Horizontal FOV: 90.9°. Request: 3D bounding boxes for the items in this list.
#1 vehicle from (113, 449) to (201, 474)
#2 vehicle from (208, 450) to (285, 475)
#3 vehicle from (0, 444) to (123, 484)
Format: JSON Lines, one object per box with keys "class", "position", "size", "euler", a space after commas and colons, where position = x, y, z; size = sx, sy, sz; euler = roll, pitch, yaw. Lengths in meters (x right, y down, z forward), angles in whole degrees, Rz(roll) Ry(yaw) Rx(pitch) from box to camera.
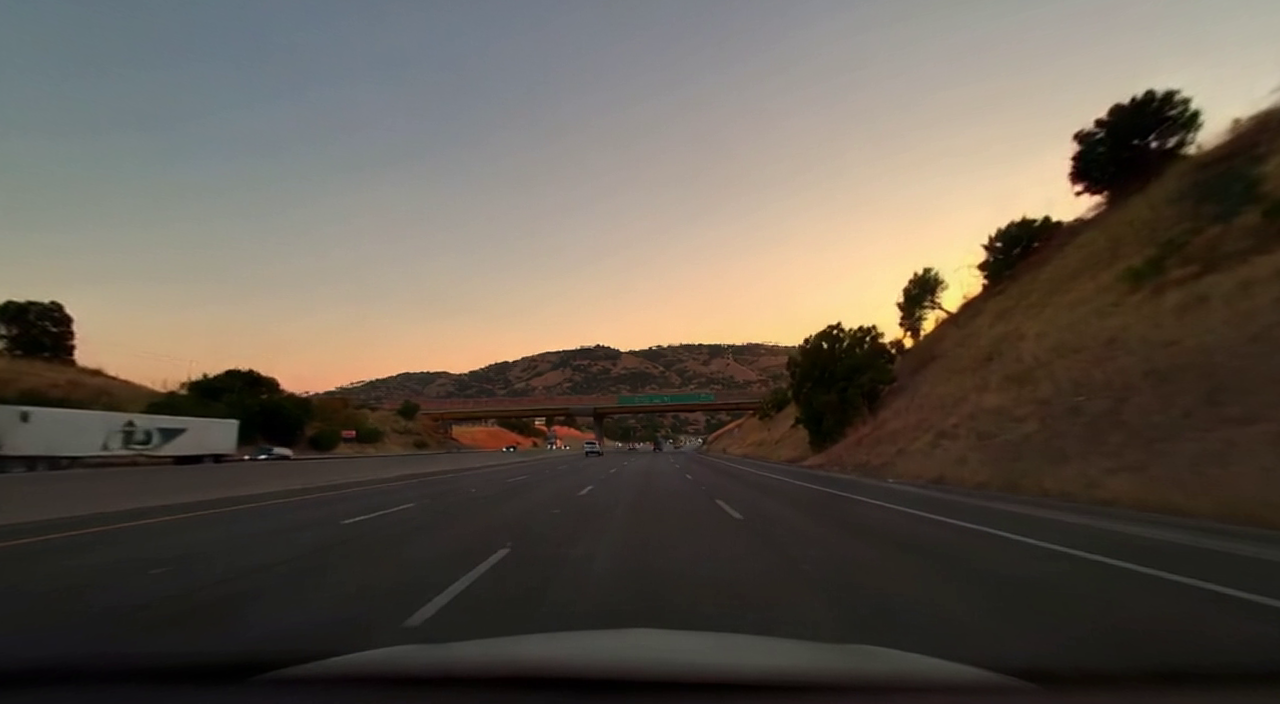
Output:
{"class": "vehicle", "position": [-31.935, 7.227, 41.910], "size": [1.861, 1.486, 4.847], "euler": [-1, -9, 2]}
{"class": "vehicle", "position": [-24.259, 6.799, 39.055], "size": [1.813, 1.465, 4.362], "euler": [-1, -9, 2]}
{"class": "vehicle", "position": [-28.500, 5.437, 30.950], "size": [1.970, 1.779, 4.958], "euler": [0, -9, 0]}
